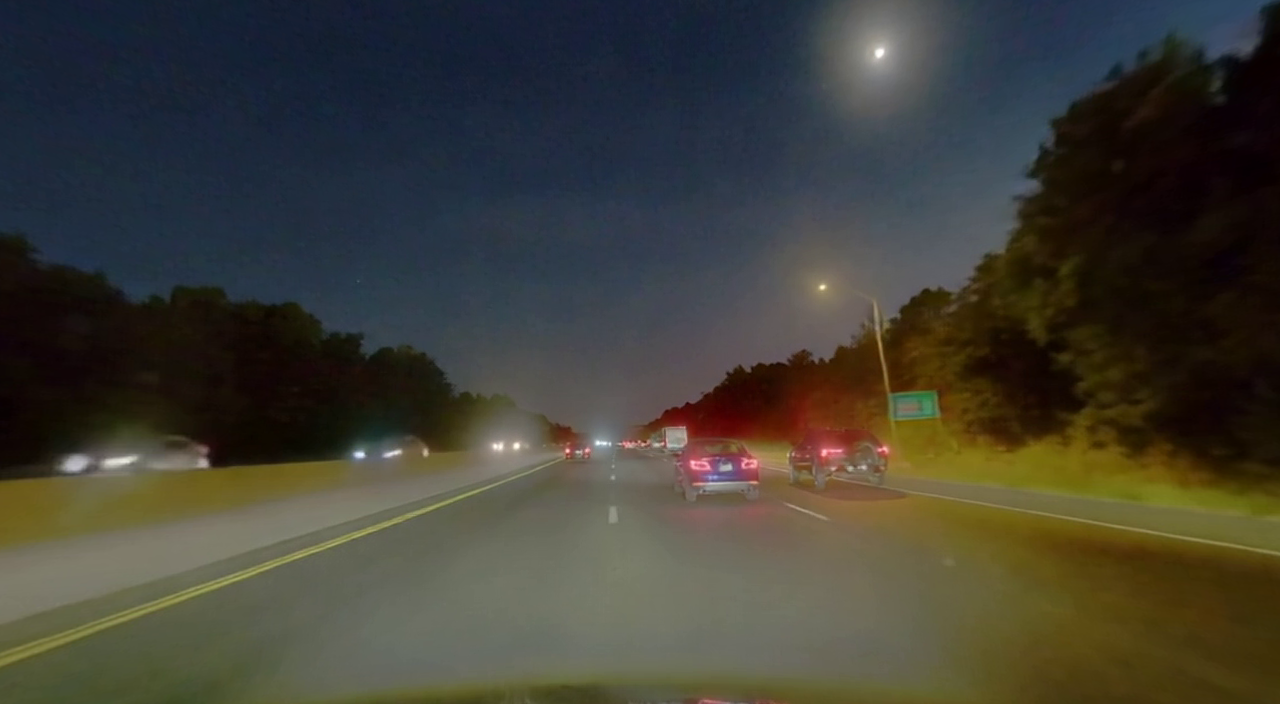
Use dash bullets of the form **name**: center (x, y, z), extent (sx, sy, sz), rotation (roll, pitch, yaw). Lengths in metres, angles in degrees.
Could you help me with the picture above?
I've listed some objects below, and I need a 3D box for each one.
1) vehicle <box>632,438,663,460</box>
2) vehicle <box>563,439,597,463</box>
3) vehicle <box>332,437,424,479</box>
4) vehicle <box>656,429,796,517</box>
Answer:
- **vehicle**: center (0.521, 7.119, 46.557), extent (1.995, 1.556, 3.893), rotation (0, -8, -4)
- **vehicle**: center (-3.972, 6.597, 42.380), extent (2.055, 1.466, 4.317), rotation (0, -8, -3)
- **vehicle**: center (-10.844, 4.382, 26.512), extent (2.017, 1.576, 4.657), rotation (0, -8, -2)
- **vehicle**: center (1.562, 2.411, 13.343), extent (1.961, 1.495, 4.743), rotation (0, -8, -4)
